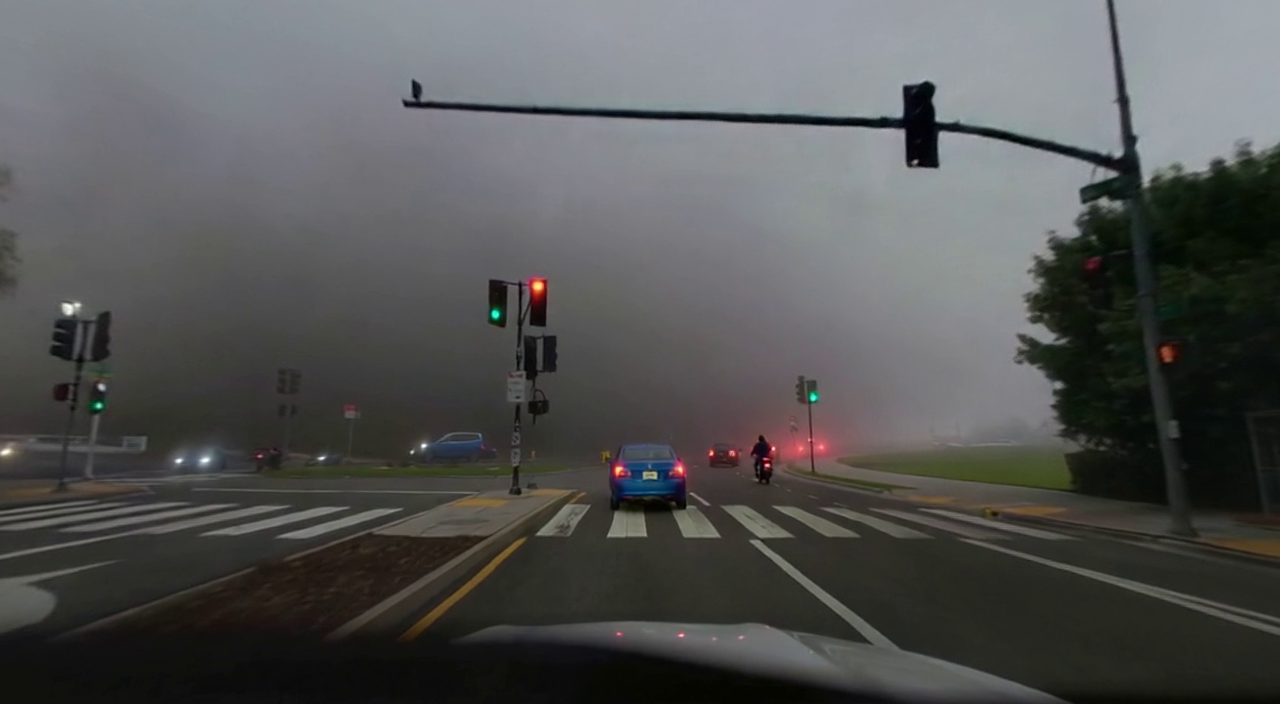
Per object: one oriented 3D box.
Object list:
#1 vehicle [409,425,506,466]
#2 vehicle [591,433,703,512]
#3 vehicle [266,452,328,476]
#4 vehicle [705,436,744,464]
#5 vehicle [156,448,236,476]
[{"bbox_3d":[-13.324,6.882,46.762,2.287,2.780,7.166,-5,-10,31],"label":"vehicle"},{"bbox_3d":[0.105,2.579,14.007,2.118,1.480,3.949,0,-8,-1],"label":"vehicle"},{"bbox_3d":[-19.185,6.251,35.345,1.259,1.181,2.744,-6,-9,31],"label":"vehicle"},{"bbox_3d":[5.763,6.604,42.667,2.212,1.790,4.768,-2,-8,12],"label":"vehicle"},{"bbox_3d":[-21.874,5.394,31.117,1.433,1.269,2.779,-5,-9,29],"label":"vehicle"}]
